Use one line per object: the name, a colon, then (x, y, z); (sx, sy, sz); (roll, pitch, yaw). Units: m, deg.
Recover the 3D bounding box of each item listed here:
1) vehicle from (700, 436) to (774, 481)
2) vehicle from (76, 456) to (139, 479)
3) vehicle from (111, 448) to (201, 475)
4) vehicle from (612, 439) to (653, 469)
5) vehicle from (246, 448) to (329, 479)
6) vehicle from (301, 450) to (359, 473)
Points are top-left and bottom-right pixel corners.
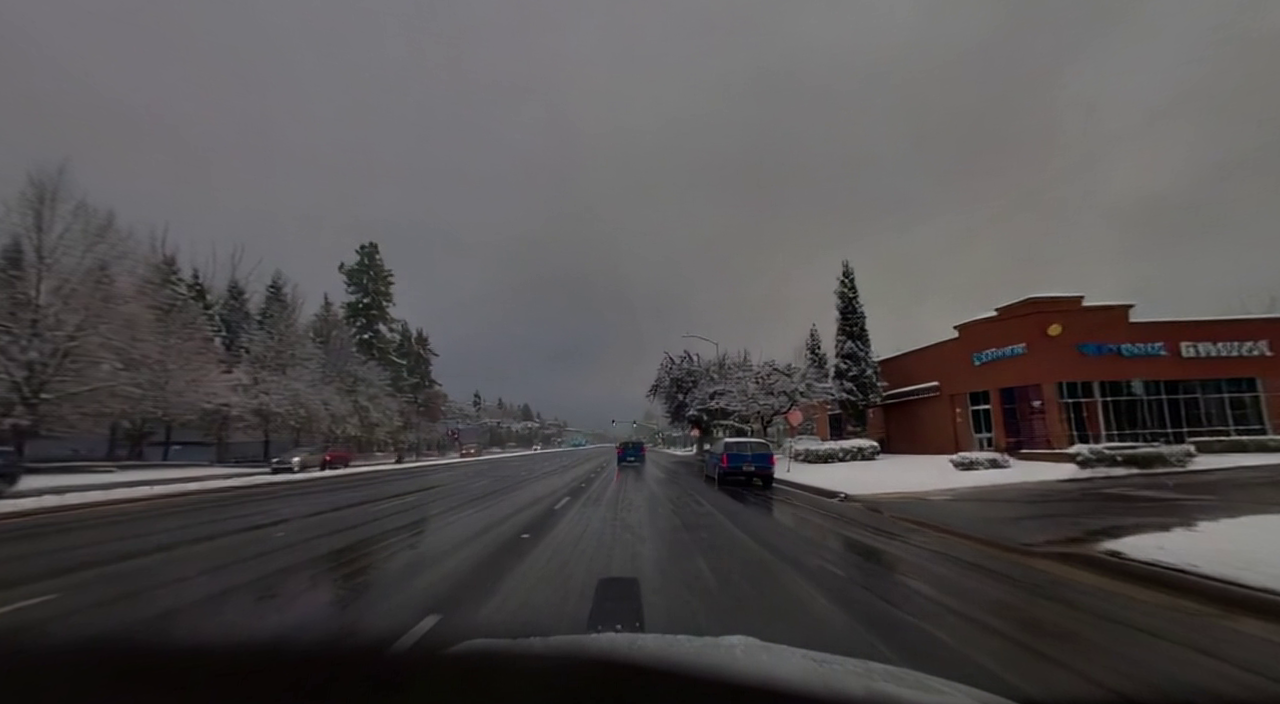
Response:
vehicle: (3.708, 4.186, 25.067); (2.060, 1.611, 4.675); (0, -9, -2)
vehicle: (-37.951, 8.192, 45.130); (1.724, 1.495, 3.818); (2, -9, -12)
vehicle: (-34.779, 7.846, 45.657); (2.173, 1.734, 5.810); (0, -9, -4)
vehicle: (-0.441, 5.636, 35.128); (2.103, 1.506, 4.742); (0, -9, -1)
vehicle: (-18.249, 5.786, 33.002); (1.827, 1.471, 4.428); (0, -9, -1)
vehicle: (-21.810, 7.686, 44.689); (1.873, 1.506, 4.447); (0, -9, 0)
